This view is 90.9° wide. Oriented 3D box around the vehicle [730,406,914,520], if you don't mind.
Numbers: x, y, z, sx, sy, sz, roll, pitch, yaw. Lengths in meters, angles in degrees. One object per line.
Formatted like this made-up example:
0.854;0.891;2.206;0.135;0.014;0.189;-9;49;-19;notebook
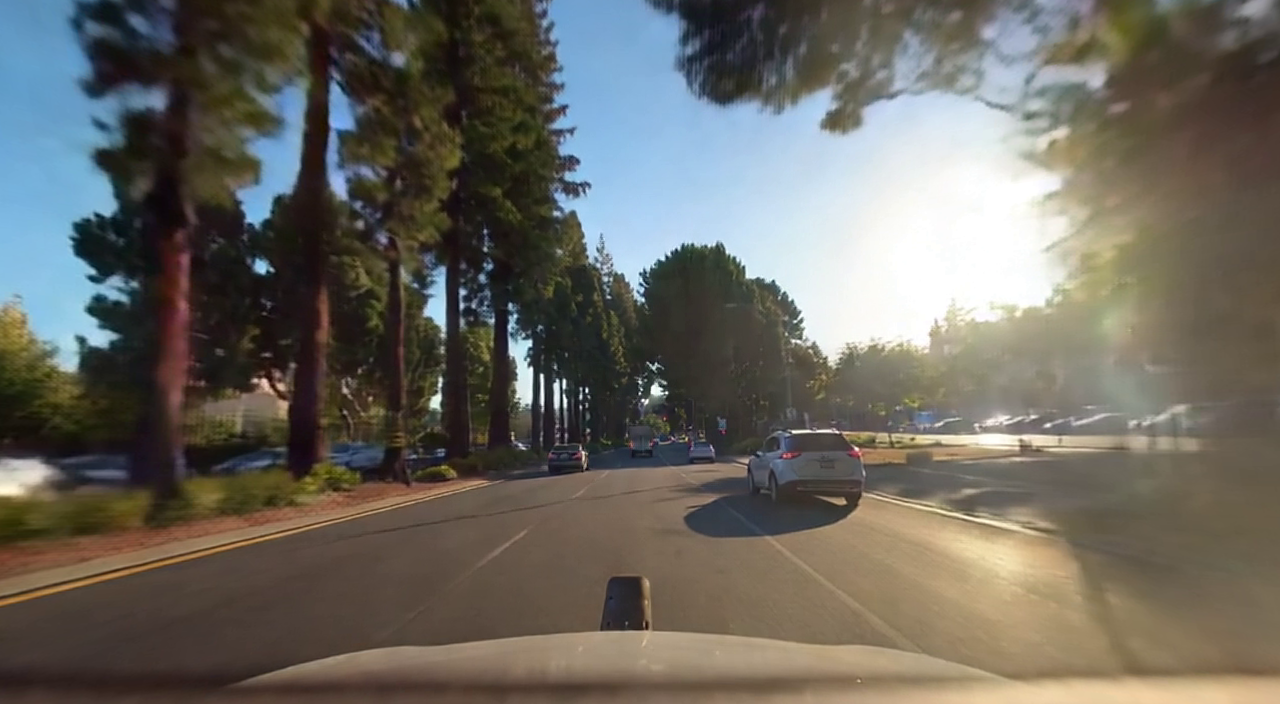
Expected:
3.651;2.422;14.224;2.381;2.008;5.971;0;-9;0;vehicle

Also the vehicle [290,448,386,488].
-13.328;5.113;28.257;1.989;1.584;5.018;0;-9;-2;vehicle

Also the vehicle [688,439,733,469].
4.267;6.274;38.893;2.280;1.757;4.572;0;-9;1;vehicle

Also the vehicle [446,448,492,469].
-13.430;8.378;49.801;2.142;1.528;4.804;0;-9;2;vehicle

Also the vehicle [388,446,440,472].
-16.847;7.966;47.258;1.965;1.780;5.122;-1;-9;1;vehicle

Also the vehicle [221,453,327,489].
-17.314;5.631;30.139;2.105;1.507;4.927;0;-9;0;vehicle

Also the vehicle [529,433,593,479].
-3.535;4.803;29.262;2.255;1.940;4.822;0;-9;1;vehicle

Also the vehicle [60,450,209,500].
-21.368;5.161;27.003;2.077;1.863;5.073;0;-9;1;vehicle
